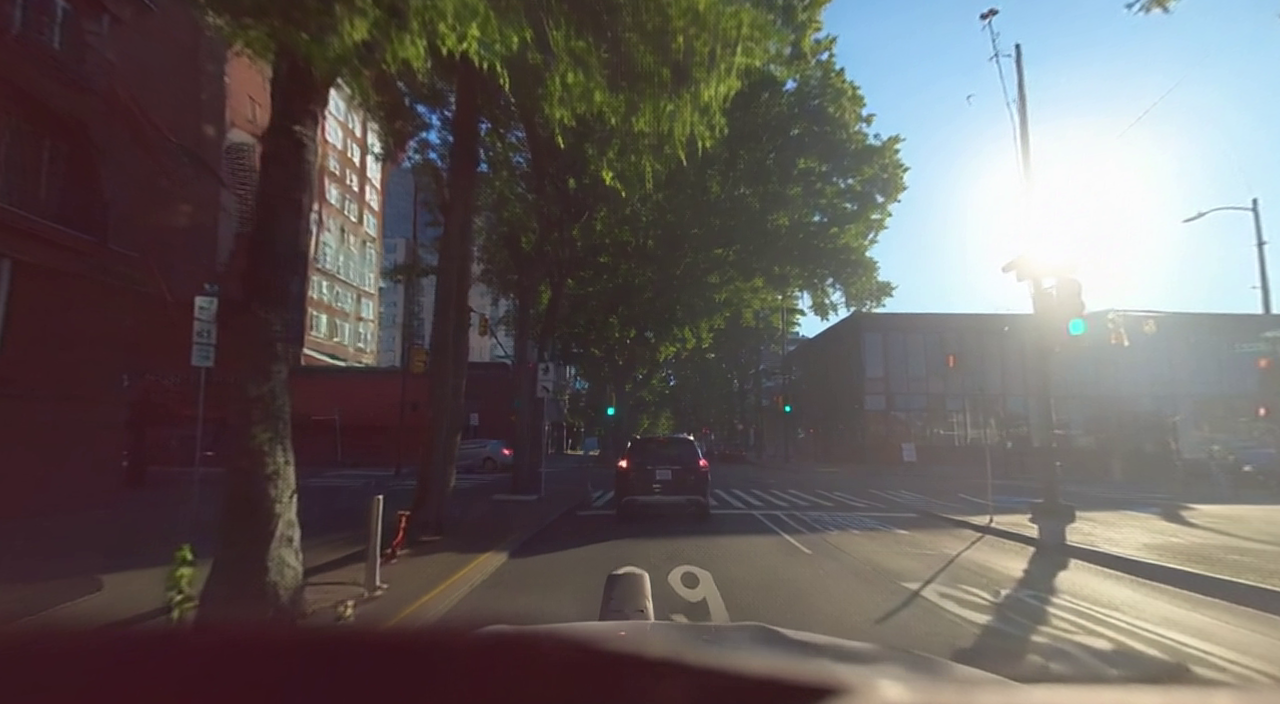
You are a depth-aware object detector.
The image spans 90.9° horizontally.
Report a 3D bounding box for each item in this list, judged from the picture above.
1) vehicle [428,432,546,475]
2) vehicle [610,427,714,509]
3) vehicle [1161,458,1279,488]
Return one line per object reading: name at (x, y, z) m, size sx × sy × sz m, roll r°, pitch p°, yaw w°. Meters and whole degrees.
vehicle at (-6.070, 4.001, 24.978) m, size 4.282 × 1.519 × 2.077 m, roll -5°, pitch -10°, yaw 30°
vehicle at (0.528, 2.621, 14.639) m, size 2.079 × 1.621 × 3.861 m, roll -1°, pitch -8°, yaw 3°
vehicle at (30.515, 6.344, 33.127) m, size 4.668 × 1.441 × 1.904 m, roll 0°, pitch -8°, yaw -4°
